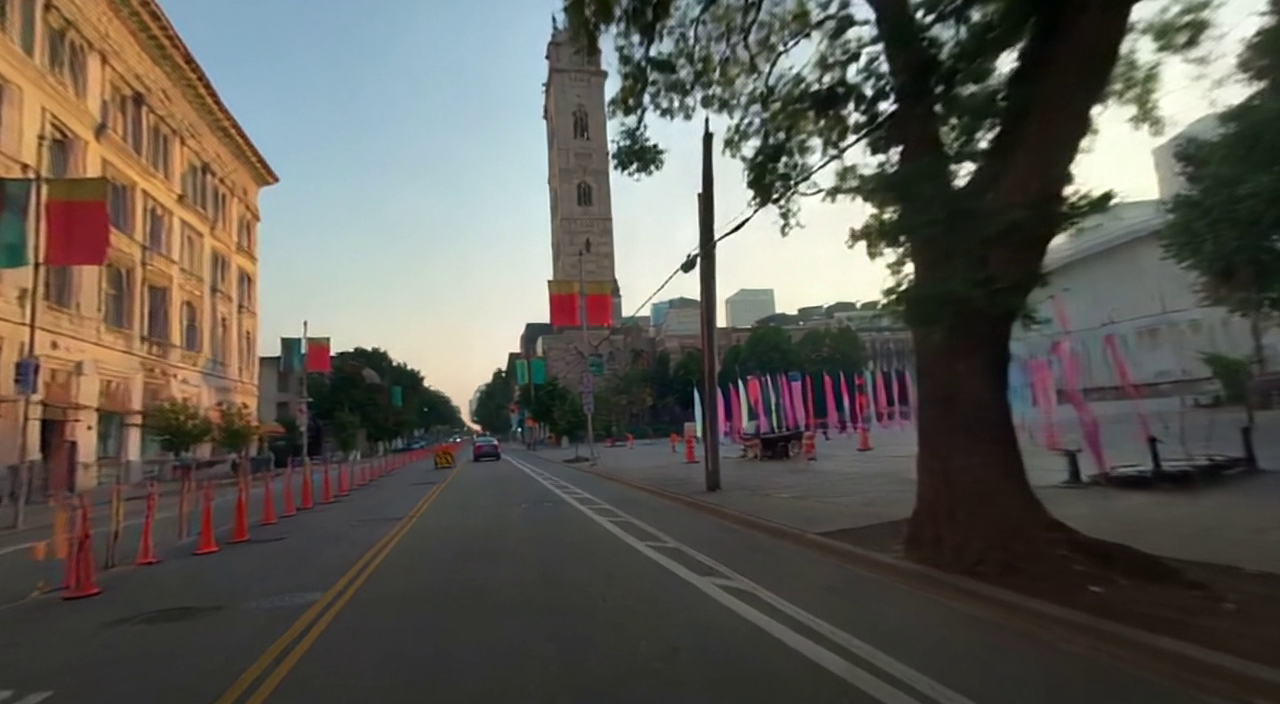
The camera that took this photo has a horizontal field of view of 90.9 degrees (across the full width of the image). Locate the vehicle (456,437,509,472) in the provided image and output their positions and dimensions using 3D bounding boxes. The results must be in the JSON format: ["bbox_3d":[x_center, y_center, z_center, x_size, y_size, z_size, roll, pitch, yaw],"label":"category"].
[{"bbox_3d":[-7.593,4.885,30.187,2.216,1.492,4.725,2,-9,-15],"label":"vehicle"}]
